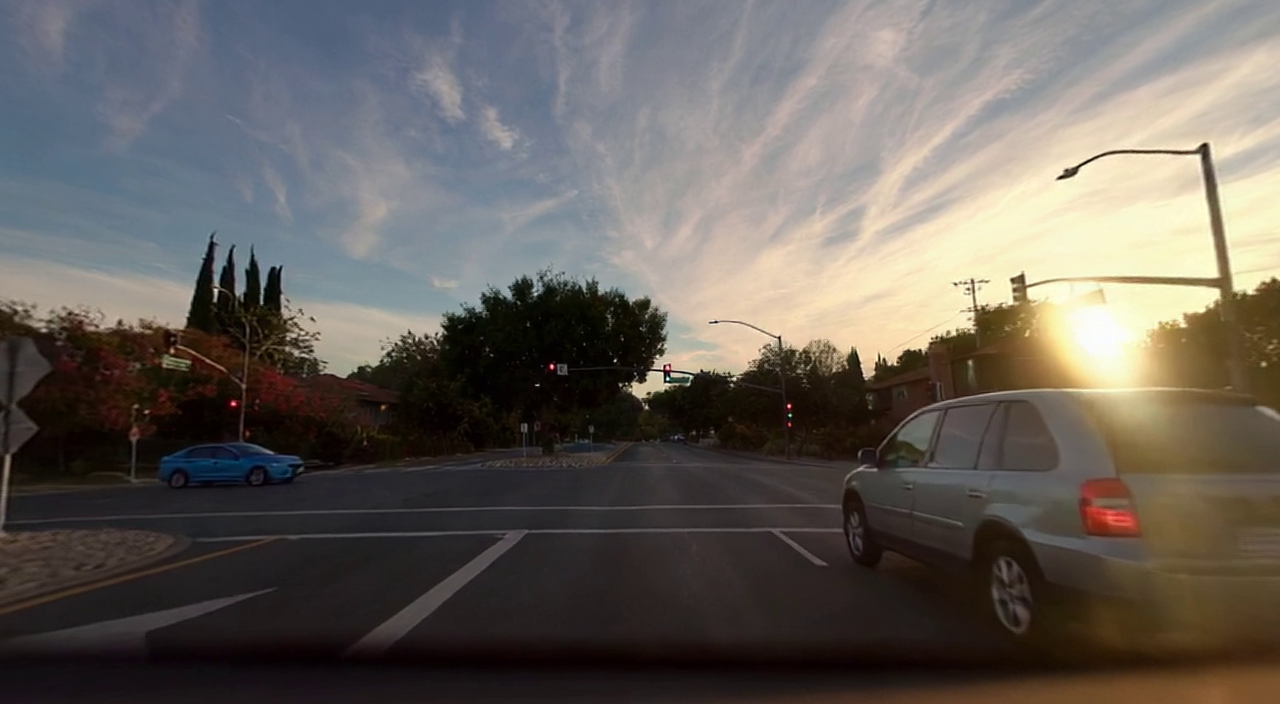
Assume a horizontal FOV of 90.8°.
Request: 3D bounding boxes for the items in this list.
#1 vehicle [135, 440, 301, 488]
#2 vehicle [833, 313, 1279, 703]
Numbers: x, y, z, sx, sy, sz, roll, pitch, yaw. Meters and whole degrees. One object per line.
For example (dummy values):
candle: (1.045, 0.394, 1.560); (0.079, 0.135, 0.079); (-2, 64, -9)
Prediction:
vehicle: (-15.661, 4.175, 23.795); (4.737, 1.659, 2.042); (3, -9, -18)
vehicle: (3.457, 1.094, 4.960); (2.229, 1.795, 4.927); (0, -9, -1)
